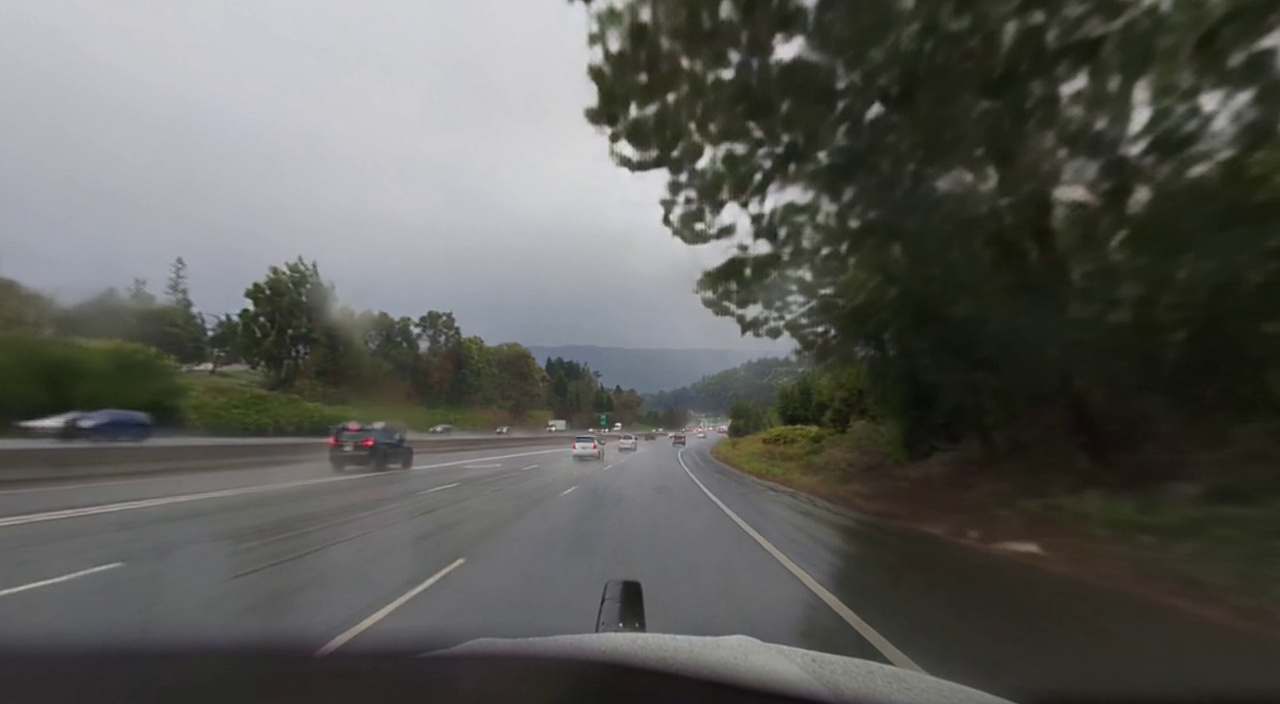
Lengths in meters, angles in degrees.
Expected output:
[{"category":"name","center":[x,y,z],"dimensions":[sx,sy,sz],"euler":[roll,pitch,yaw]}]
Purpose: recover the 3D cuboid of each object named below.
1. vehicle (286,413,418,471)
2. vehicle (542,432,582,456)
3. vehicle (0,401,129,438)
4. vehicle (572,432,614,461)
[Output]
[{"category":"vehicle","center":[-10.988,3.550,24.647],"dimensions":[2.264,1.980,5.574],"euler":[0,-9,3]},{"category":"vehicle","center":[-5.802,6.939,47.268],"dimensions":[2.108,1.686,4.556],"euler":[0,-9,4]},{"category":"vehicle","center":[-33.308,3.977,36.568],"dimensions":[2.154,1.864,5.824],"euler":[0,-9,3]},{"category":"vehicle","center":[-2.890,6.007,39.973],"dimensions":[2.035,1.673,4.469],"euler":[0,-9,4]}]
